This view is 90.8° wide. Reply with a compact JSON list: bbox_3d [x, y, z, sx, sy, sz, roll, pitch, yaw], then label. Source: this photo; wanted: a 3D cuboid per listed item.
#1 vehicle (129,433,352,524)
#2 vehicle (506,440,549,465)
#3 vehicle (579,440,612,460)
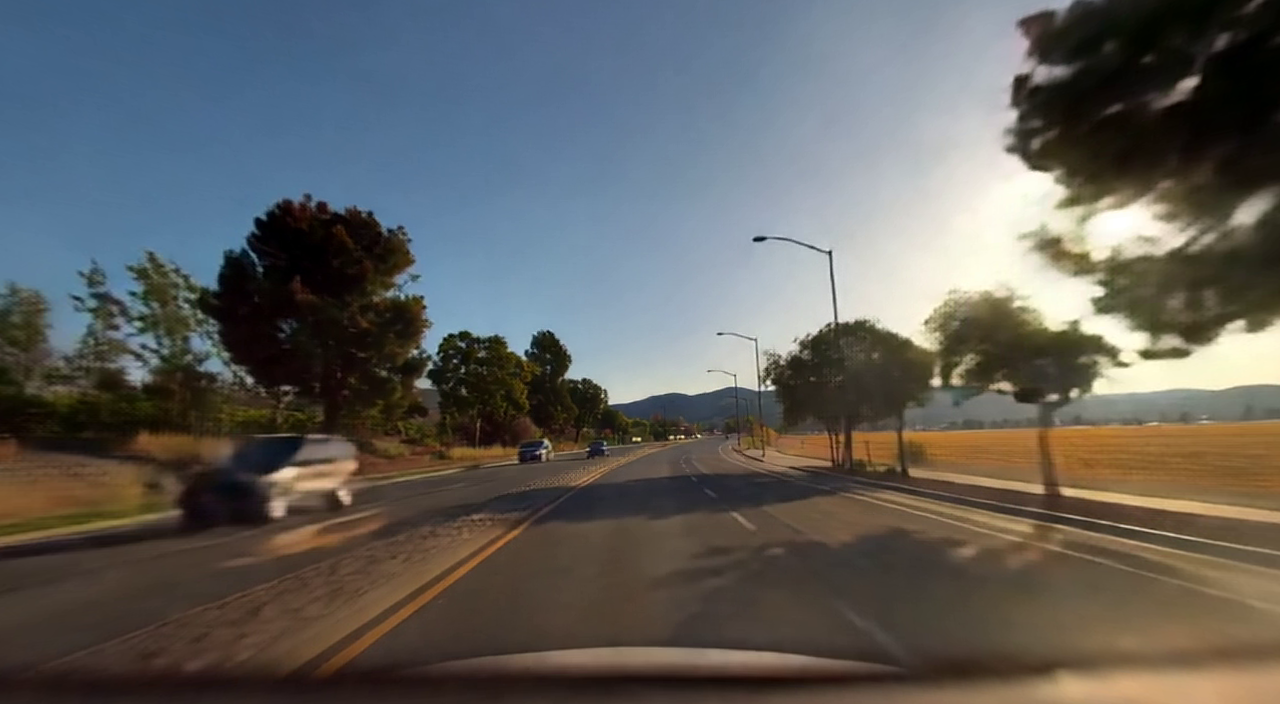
[{"bbox_3d":[-8.469,2.687,14.019,2.058,1.680,4.315,0,-8,1],"label":"vehicle"},{"bbox_3d":[-7.708,6.921,43.695,1.982,1.671,4.431,0,-8,3],"label":"vehicle"},{"bbox_3d":[-3.403,7.542,48.808,1.989,1.461,4.081,-1,-8,4],"label":"vehicle"}]
